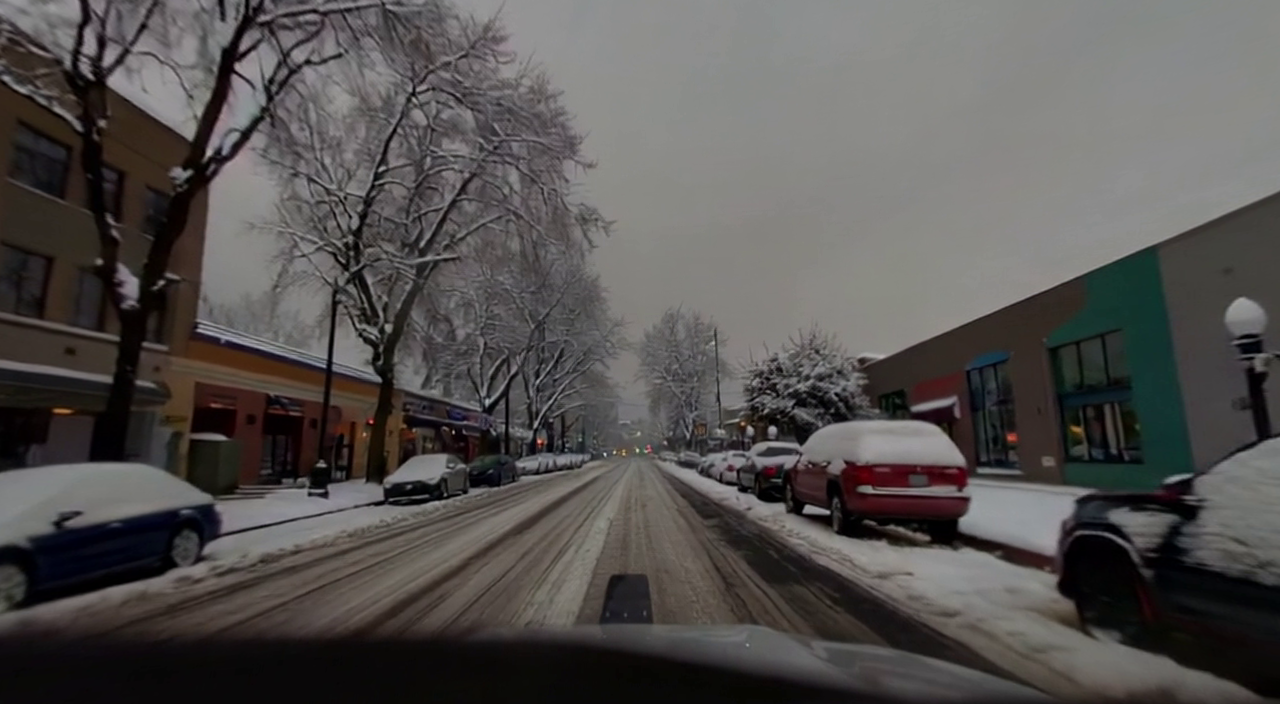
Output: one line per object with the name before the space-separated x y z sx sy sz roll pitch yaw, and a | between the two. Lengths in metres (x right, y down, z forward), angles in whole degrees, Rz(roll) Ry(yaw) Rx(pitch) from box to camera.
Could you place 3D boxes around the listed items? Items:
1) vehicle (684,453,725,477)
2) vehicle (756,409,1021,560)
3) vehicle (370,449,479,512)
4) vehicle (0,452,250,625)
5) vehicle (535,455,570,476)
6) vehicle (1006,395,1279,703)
vehicle | 4.248 7.475 41.916 2.081 1.463 4.263 0 -8 -3
vehicle | 3.839 2.169 11.176 2.390 2.005 5.276 0 -8 -2
vehicle | -7.079 4.226 21.452 1.996 1.770 5.518 -2 -8 -2
vehicle | -7.019 1.967 6.957 2.182 1.522 4.946 -2 -8 2
vehicle | -6.768 8.834 49.244 1.887 1.503 4.604 -1 -8 2
vehicle | 3.896 0.985 2.607 2.008 1.644 4.476 0 -8 -1
